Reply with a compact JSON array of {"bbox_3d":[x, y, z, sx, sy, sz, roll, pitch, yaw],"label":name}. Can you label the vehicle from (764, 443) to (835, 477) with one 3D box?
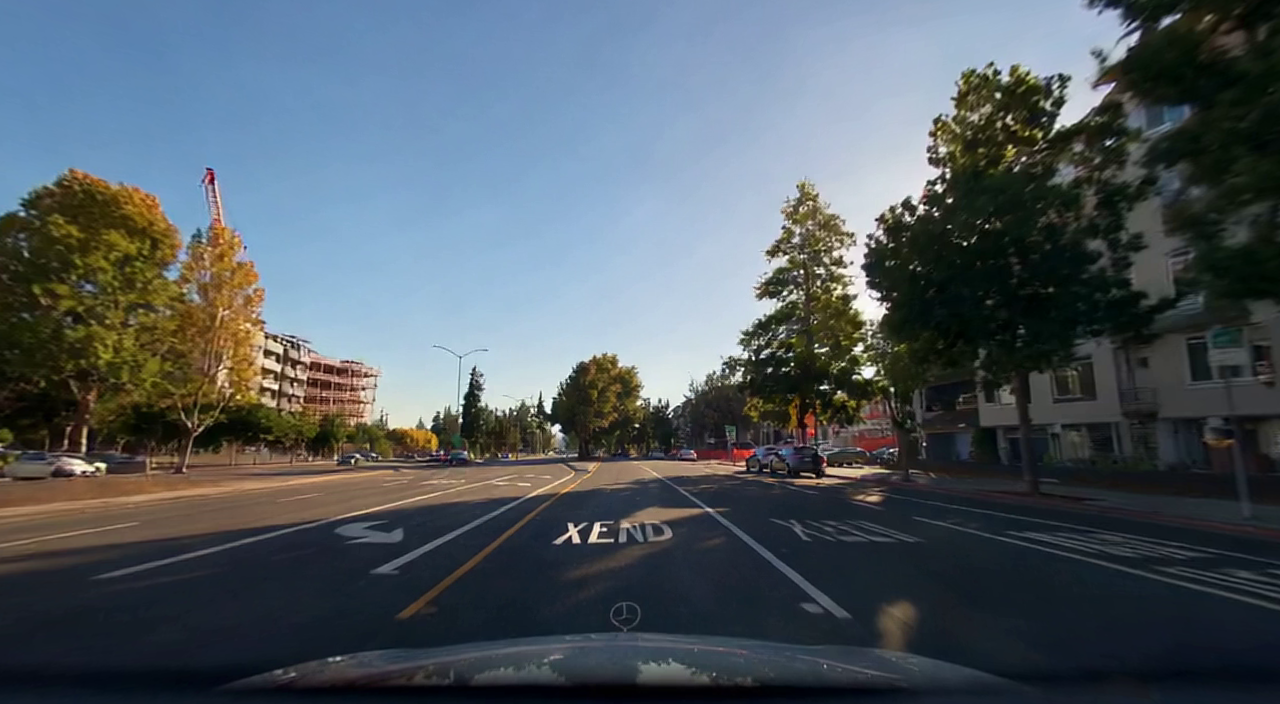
[{"bbox_3d":[7.544,5.139,30.414,1.946,1.472,4.753,0,-9,-3],"label":"vehicle"}]
